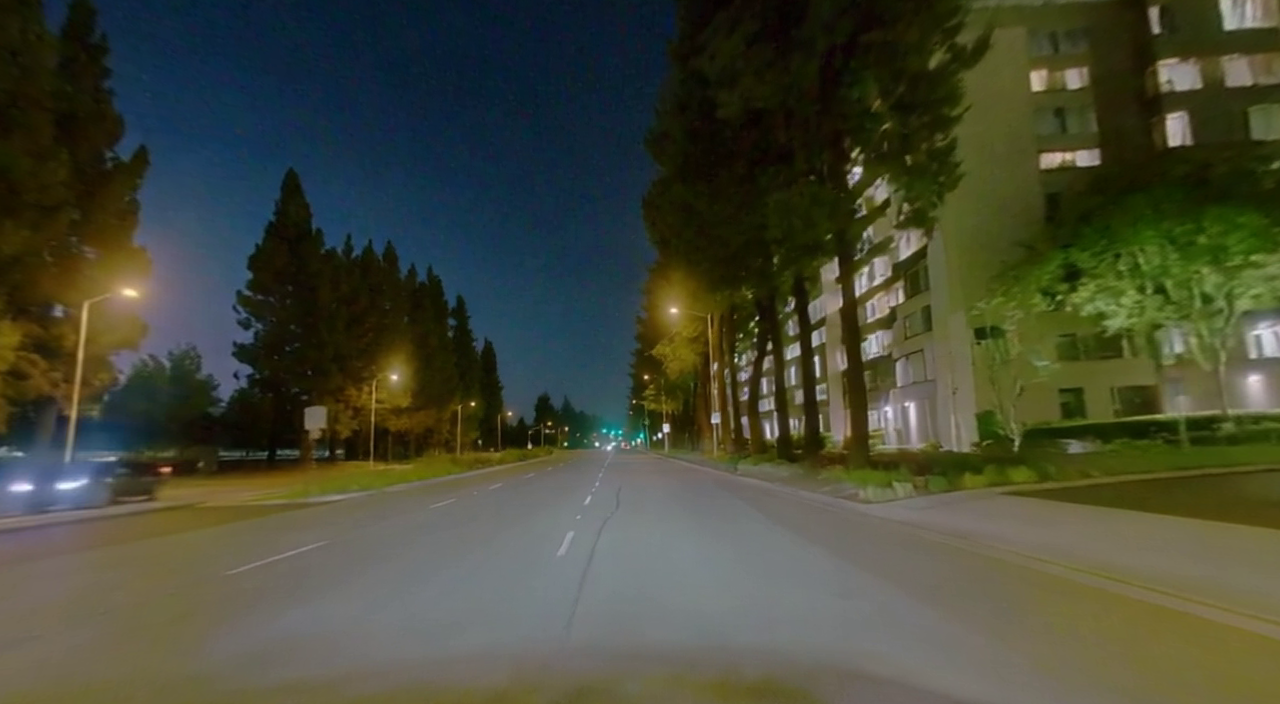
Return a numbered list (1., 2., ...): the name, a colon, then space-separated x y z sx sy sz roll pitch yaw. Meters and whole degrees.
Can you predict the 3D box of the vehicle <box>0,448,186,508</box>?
1. vehicle: -17.378 3.951 20.298 2.154 1.648 4.555 0 -8 -2
